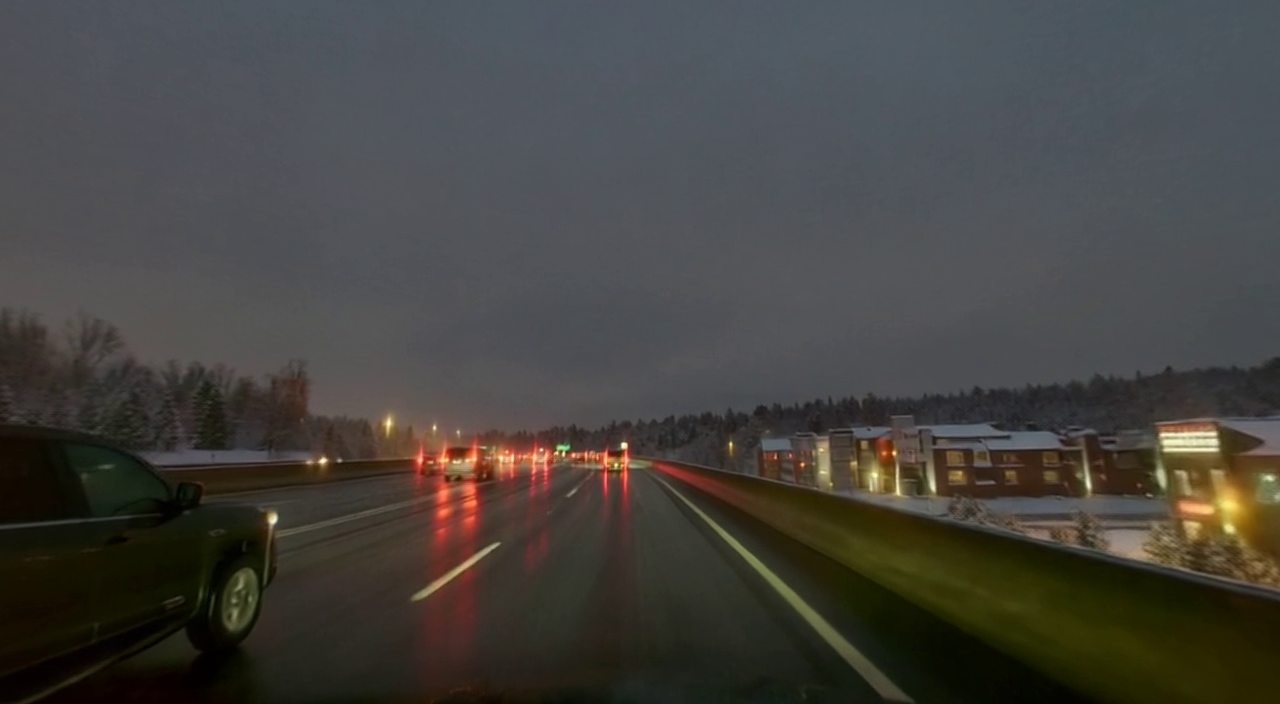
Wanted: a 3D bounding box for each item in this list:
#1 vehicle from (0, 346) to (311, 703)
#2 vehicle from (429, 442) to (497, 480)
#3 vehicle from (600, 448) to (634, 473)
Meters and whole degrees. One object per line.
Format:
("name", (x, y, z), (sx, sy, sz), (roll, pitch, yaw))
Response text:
("vehicle", (-3.611, 0.846, 2.522), (2.036, 1.717, 4.592), (0, -9, 1))
("vehicle", (-8.500, 5.248, 30.664), (2.065, 1.689, 4.399), (0, -9, -1))
("vehicle", (-1.487, 7.013, 41.035), (2.110, 1.501, 4.319), (0, -9, -2))
